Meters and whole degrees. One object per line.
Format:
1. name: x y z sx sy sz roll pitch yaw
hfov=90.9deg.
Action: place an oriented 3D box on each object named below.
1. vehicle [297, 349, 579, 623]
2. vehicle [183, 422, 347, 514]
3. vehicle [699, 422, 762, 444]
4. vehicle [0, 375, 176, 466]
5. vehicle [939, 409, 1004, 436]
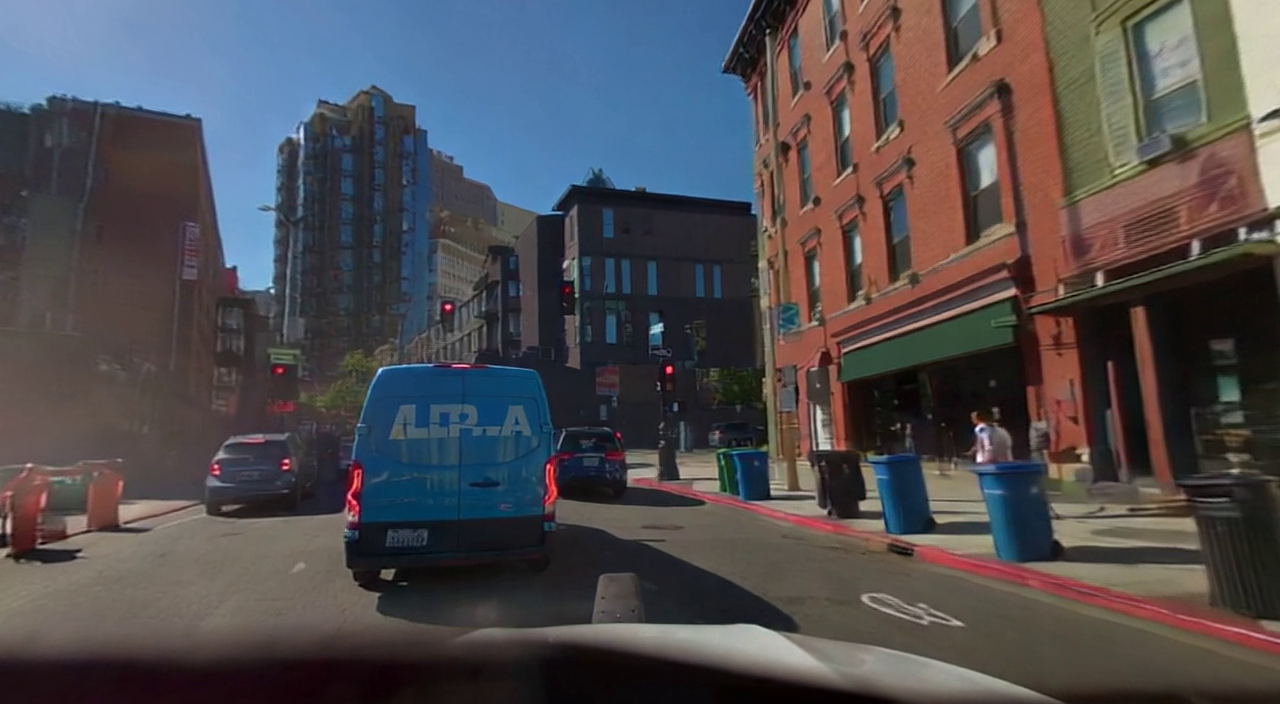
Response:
1. vehicle: -2.044 1.235 6.760 1.951 1.907 4.266 2 -8 -17
2. vehicle: -6.868 2.103 11.957 1.841 1.461 3.426 2 -8 -17
3. vehicle: 6.154 5.525 42.929 3.885 1.449 1.757 2 -8 -19
4. vehicle: -24.238 2.569 23.391 10.606 3.178 3.014 2 -8 -18
5. vehicle: 22.586 4.837 42.913 4.020 1.572 1.718 5 -10 -23
